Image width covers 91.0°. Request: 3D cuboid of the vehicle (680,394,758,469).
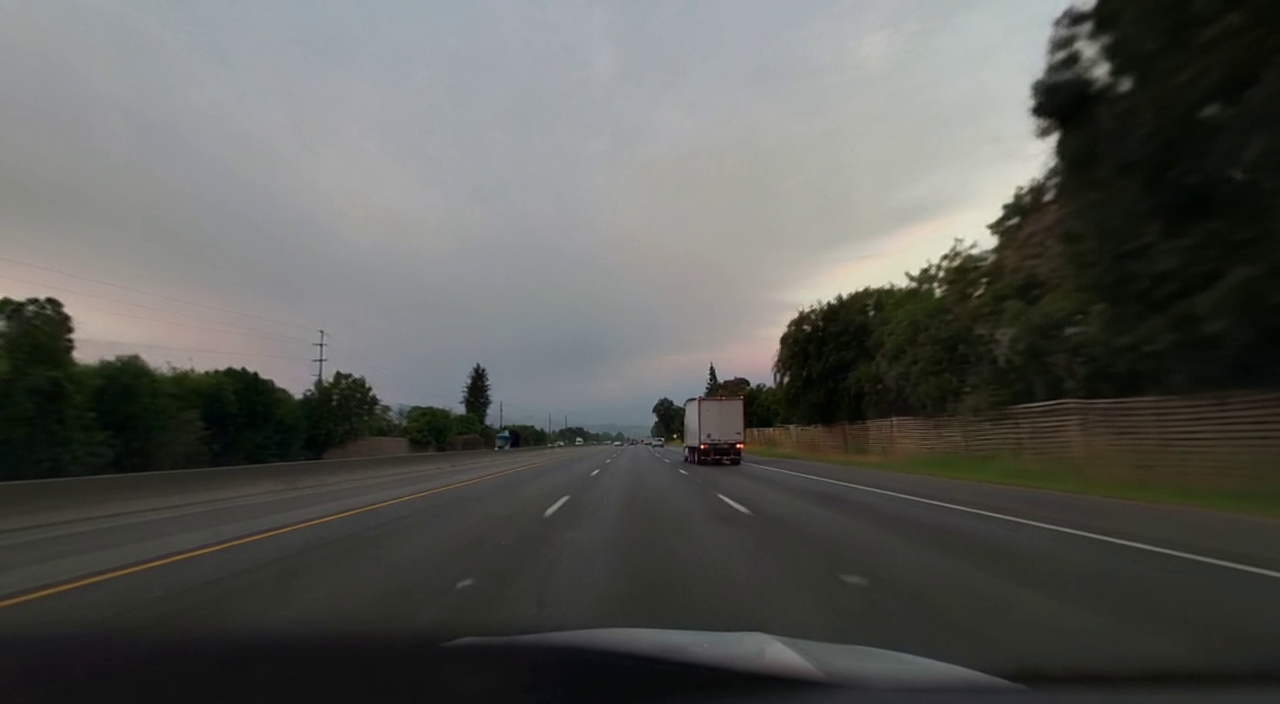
[{"bbox_3d":[3.807,4.118,32.309,2.766,3.349,7.796,0,-8,-1],"label":"vehicle"}]
